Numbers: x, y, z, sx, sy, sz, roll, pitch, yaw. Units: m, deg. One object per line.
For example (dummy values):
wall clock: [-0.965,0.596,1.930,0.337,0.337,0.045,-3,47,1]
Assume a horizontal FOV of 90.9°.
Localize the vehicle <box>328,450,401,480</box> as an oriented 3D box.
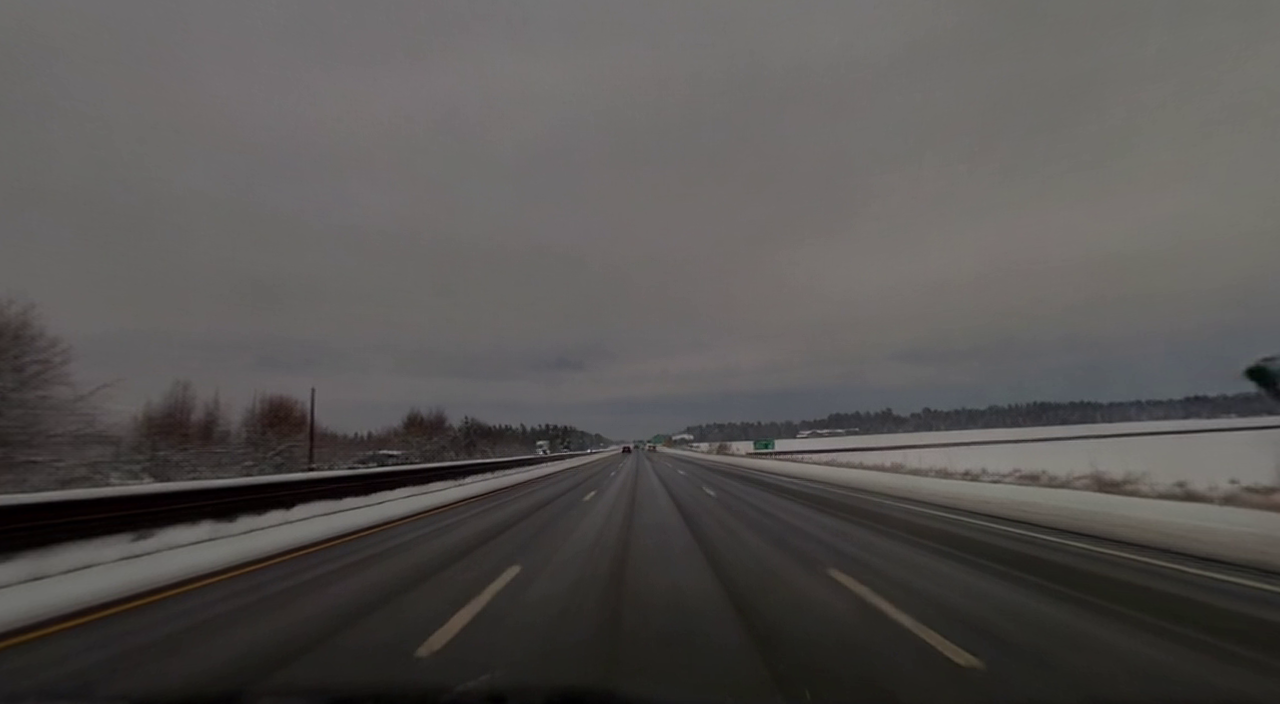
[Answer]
vehicle: [-15.068,6.183,34.753,1.910,1.495,4.456,0,-9,1]
